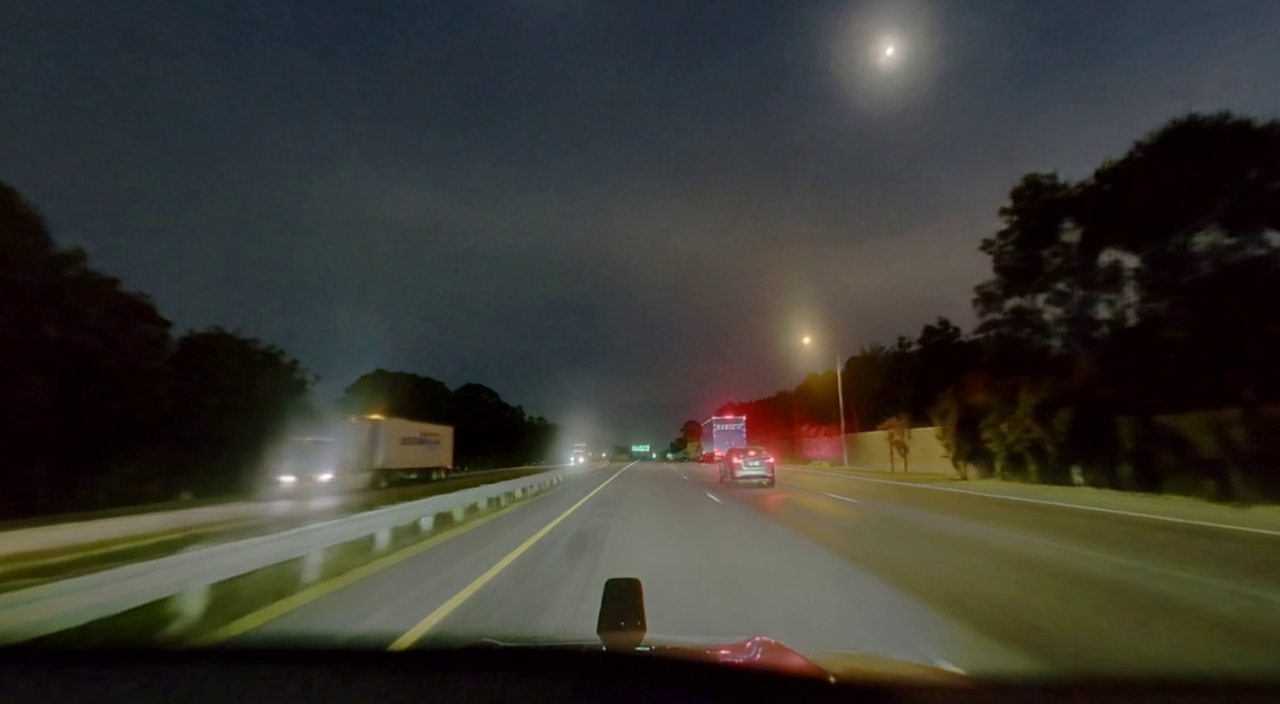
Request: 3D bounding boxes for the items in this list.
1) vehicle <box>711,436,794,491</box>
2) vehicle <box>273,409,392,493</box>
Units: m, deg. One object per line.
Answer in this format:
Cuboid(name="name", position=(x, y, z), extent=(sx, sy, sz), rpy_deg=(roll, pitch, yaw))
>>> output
Cuboid(name="vehicle", position=(3.886, 3.939, 22.537), extent=(2.093, 1.742, 4.167), rpy_deg=(0, -9, -1))
Cuboid(name="vehicle", position=(-15.400, 5.039, 32.193), extent=(2.984, 3.868, 5.911), rpy_deg=(0, -9, 0))
